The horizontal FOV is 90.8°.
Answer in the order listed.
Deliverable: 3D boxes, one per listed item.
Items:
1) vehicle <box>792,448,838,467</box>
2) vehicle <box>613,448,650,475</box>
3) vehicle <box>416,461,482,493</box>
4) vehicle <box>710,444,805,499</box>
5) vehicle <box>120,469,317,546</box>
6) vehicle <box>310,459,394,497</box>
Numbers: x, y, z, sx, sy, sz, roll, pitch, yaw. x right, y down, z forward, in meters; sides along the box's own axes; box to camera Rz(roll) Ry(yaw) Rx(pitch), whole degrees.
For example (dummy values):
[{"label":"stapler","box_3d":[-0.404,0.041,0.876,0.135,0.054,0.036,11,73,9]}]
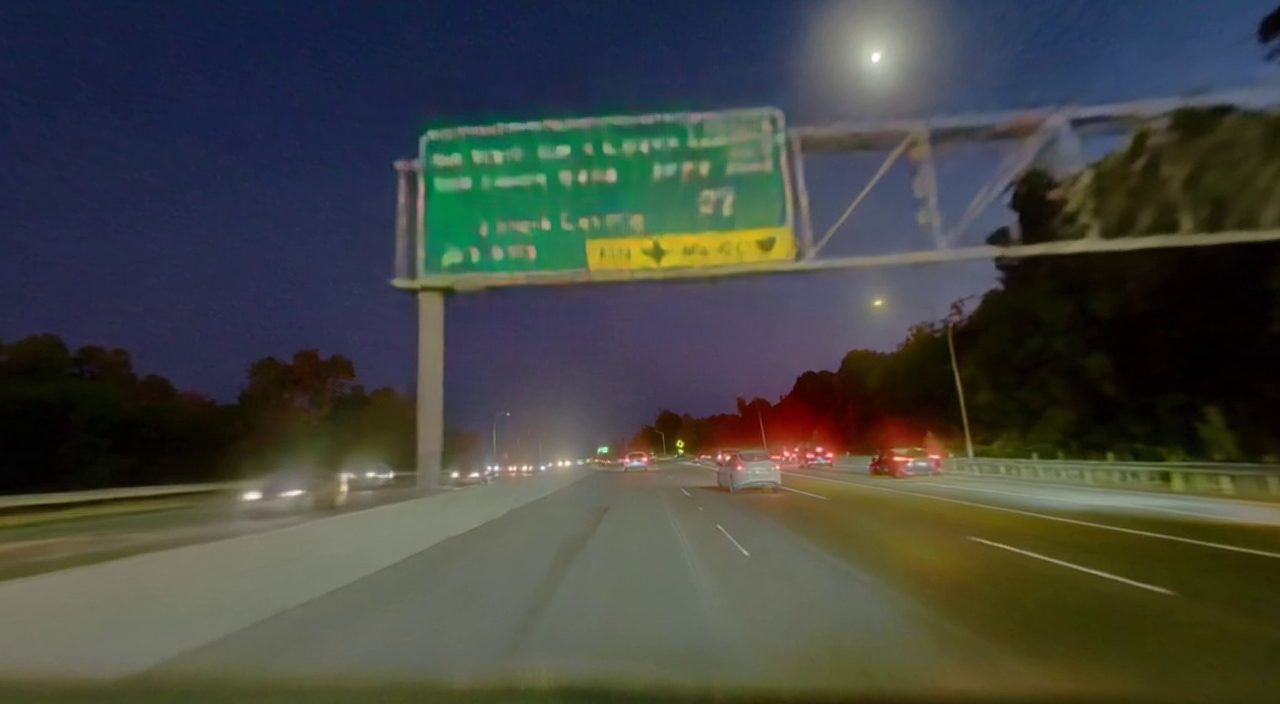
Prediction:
[{"label":"vehicle","box_3d":[13.187,7.963,47.925,2.042,1.390,4.386,0,-8,-3]},{"label":"vehicle","box_3d":[-0.477,6.527,37.869,2.090,1.510,4.280,0,-8,0]},{"label":"vehicle","box_3d":[-10.090,6.630,33.791,2.069,1.447,4.361,0,-8,1]},{"label":"vehicle","box_3d":[3.475,3.603,19.508,1.972,1.488,4.335,0,-8,-2]},{"label":"vehicle","box_3d":[-10.630,3.909,16.428,1.791,1.523,4.364,-1,-8,5]},{"label":"vehicle","box_3d":[-14.305,6.264,31.715,1.915,1.624,4.872,0,-8,0]}]
